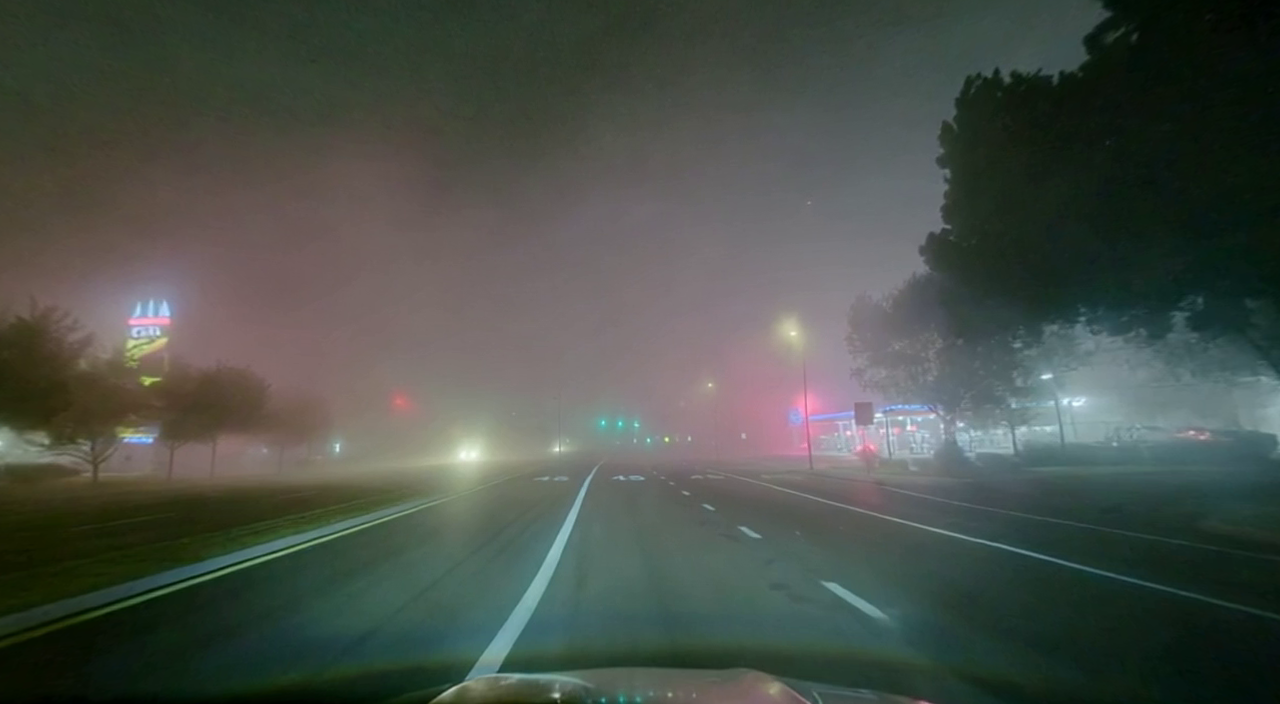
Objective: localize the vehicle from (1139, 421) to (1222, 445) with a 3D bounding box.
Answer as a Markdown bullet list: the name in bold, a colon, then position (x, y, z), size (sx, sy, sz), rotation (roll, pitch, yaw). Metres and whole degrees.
- **vehicle**: position (40.456, 6.114, 47.449), size (1.889, 1.699, 4.777), rotation (0, -8, -1)

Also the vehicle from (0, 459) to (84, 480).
- **vehicle**: position (-47.027, 9.197, 49.765), size (2.009, 1.408, 4.847), rotation (-3, -9, 1)

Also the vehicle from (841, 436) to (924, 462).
- **vehicle**: position (15.722, 6.319, 41.059), size (4.548, 1.568, 1.953), rotation (0, -10, -2)
